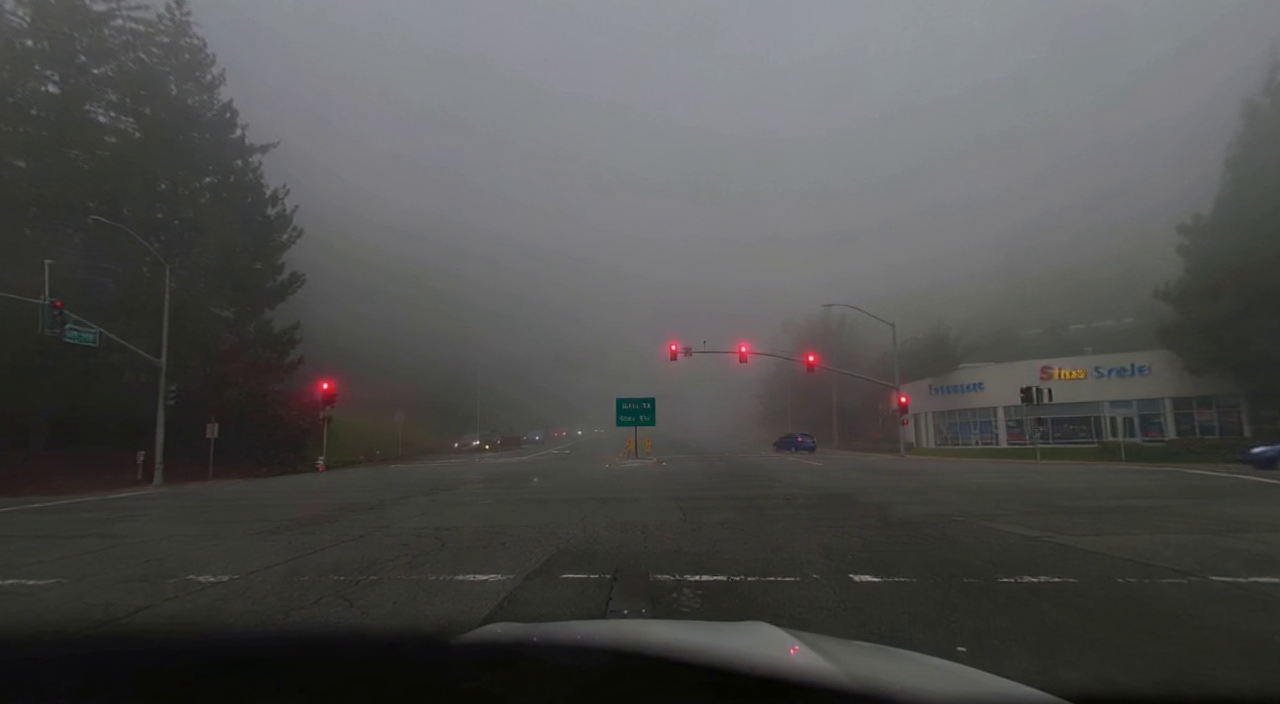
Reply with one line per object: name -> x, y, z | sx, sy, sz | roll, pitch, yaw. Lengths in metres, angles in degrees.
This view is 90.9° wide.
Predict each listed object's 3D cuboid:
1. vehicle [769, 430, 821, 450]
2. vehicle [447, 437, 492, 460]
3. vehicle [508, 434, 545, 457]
vehicle -> 11.856, 6.833, 48.601 | 1.781, 1.448, 4.560 | 2, -9, -16
vehicle -> -11.772, 6.689, 43.895 | 2.111, 1.499, 4.371 | 0, -9, -3
vehicle -> -8.048, 6.661, 45.088 | 1.920, 1.546, 4.086 | 0, -9, -1
